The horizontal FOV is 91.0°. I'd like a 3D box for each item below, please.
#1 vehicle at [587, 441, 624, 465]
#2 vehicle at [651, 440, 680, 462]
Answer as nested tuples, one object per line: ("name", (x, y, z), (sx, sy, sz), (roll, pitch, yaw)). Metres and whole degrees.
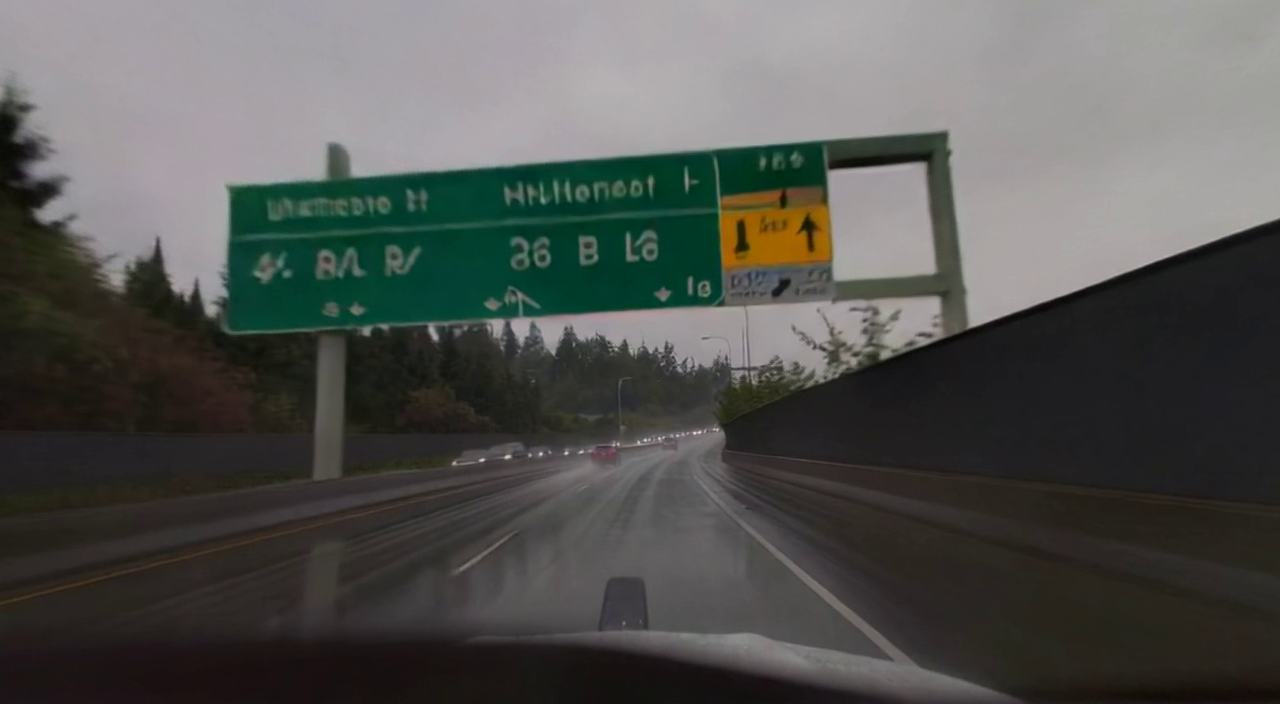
("vehicle", (-2.202, 6.600, 41.360), (1.985, 1.518, 3.847), (-1, -8, 4))
("vehicle", (1.987, 7.479, 47.729), (2.077, 1.533, 3.854), (-1, -8, 3))
